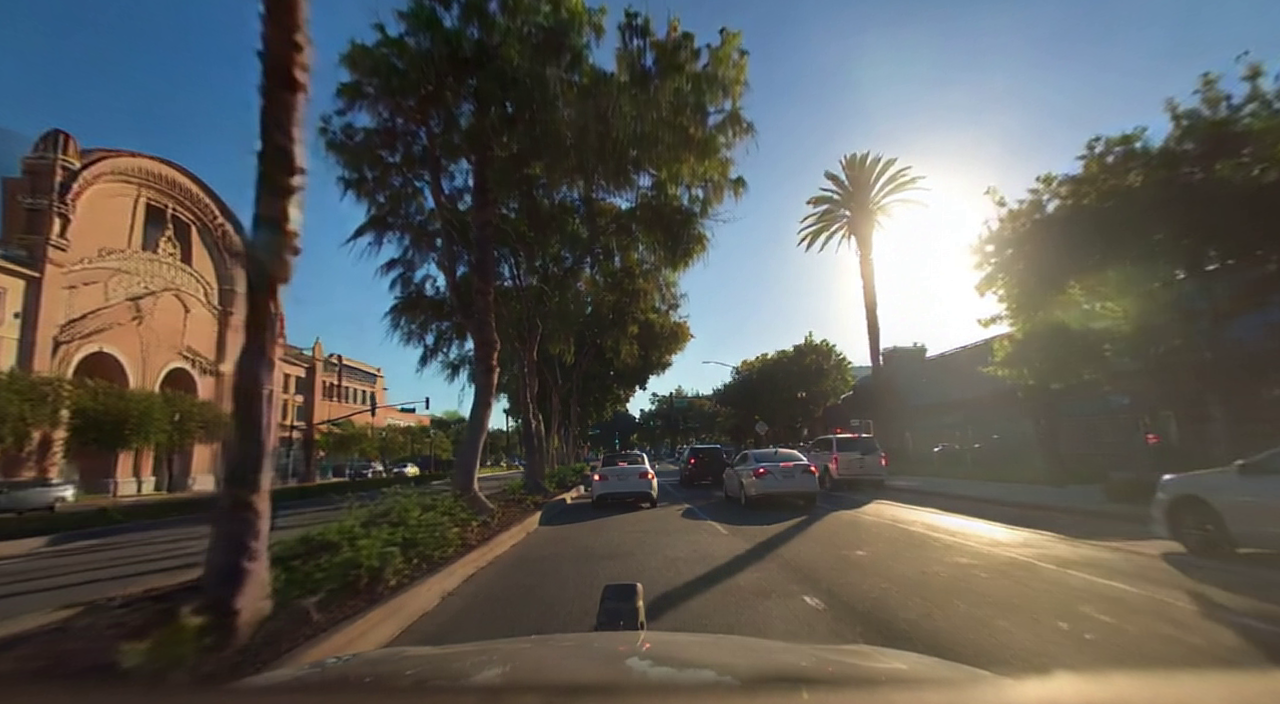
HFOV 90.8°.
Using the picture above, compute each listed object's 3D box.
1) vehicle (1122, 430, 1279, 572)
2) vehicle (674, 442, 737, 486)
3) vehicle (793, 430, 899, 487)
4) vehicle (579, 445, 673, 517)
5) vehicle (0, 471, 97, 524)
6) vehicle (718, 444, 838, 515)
[{"bbox_3d":[8.144,1.588,6.653,1.970,1.559,4.911,0,-8,-5],"label":"vehicle"},{"bbox_3d":[3.083,5.531,31.681,2.127,1.854,7.971,-1,-9,-1],"label":"vehicle"},{"bbox_3d":[7.855,4.090,24.759,2.200,1.933,5.123,-1,-8,-3],"label":"vehicle"},{"bbox_3d":[-0.336,3.106,15.729,2.050,1.521,3.747,-1,-9,-1],"label":"vehicle"},{"bbox_3d":[-20.560,4.701,20.537,1.935,1.479,4.453,0,-9,-3],"label":"vehicle"},{"bbox_3d":[3.201,3.050,15.597,1.833,1.465,4.258,0,-9,-2],"label":"vehicle"}]
